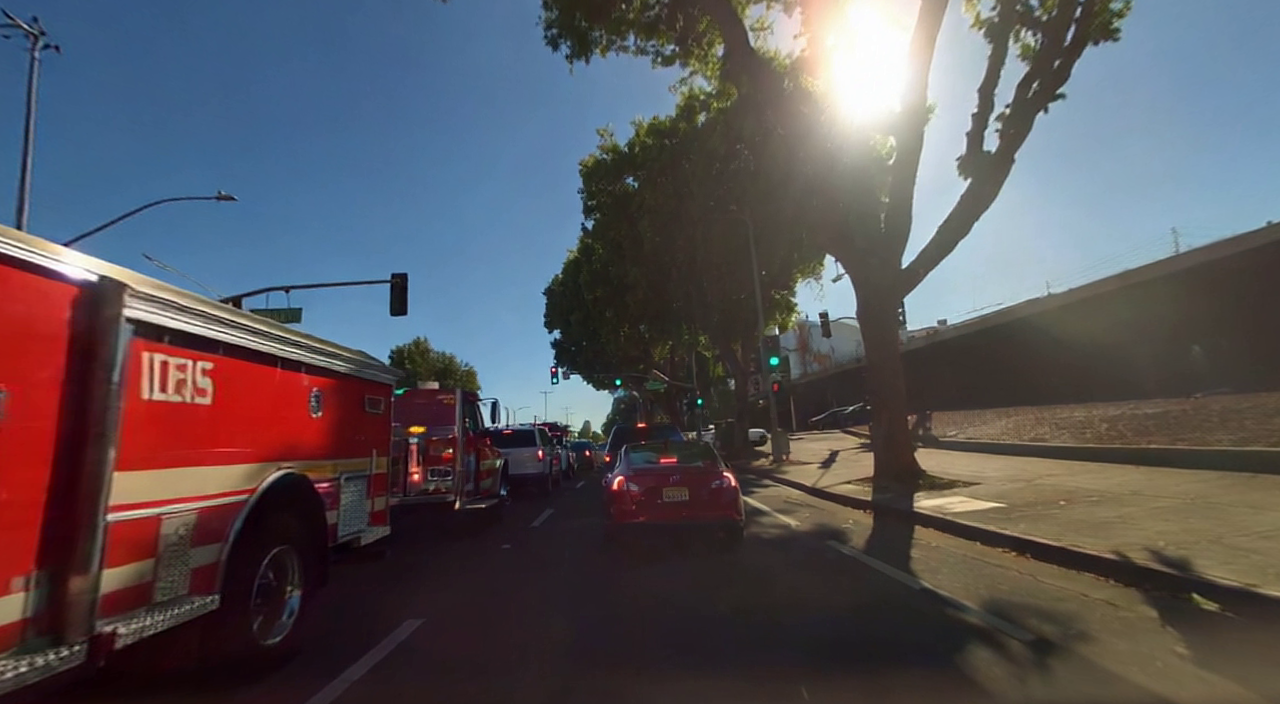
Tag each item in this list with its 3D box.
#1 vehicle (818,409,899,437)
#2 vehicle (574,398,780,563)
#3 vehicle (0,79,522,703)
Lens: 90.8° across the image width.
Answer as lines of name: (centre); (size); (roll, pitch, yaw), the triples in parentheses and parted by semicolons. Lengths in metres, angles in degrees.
vehicle: (14.394, 4.719, 41.713); (4.528, 1.704, 2.073); (1, -9, -12)
vehicle: (0.240, 1.807, 9.657); (2.332, 1.831, 4.930); (0, -8, -4)
vehicle: (-3.544, 0.714, 6.526); (3.504, 3.426, 7.085); (0, -6, -2)
